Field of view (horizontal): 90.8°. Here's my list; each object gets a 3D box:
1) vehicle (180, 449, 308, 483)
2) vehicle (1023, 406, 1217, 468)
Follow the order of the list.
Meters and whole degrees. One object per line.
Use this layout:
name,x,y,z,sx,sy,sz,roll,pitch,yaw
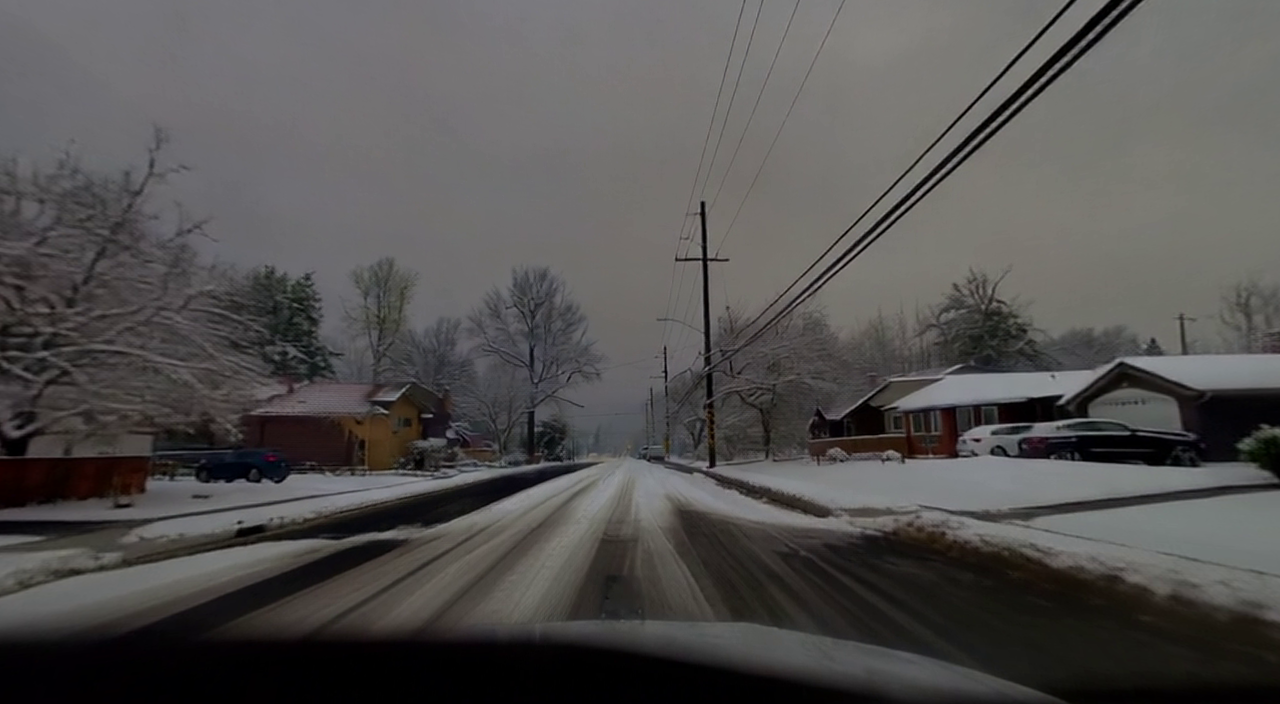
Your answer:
vehicle,-17.919,5.138,28.727,4.519,1.426,1.903,9,-12,-43
vehicle,15.193,2.736,20.182,4.562,1.832,1.987,1,-9,-3
